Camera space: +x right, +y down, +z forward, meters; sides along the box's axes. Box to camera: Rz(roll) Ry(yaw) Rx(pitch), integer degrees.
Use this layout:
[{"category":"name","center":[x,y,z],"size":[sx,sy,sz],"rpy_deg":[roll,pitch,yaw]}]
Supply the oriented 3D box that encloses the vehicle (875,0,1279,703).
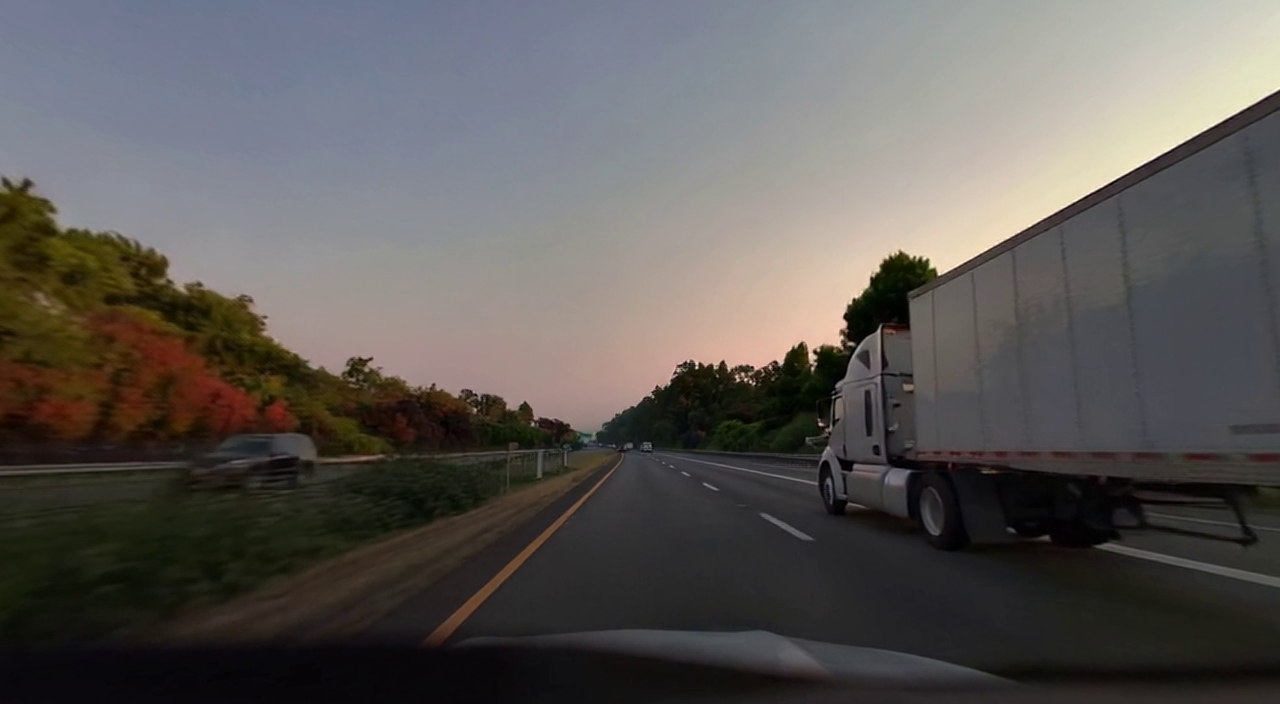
[{"category":"vehicle","center":[4.902,-0.444,1.601],"size":[2.983,4.030,14.444],"rpy_deg":[0,-9,0]}]
